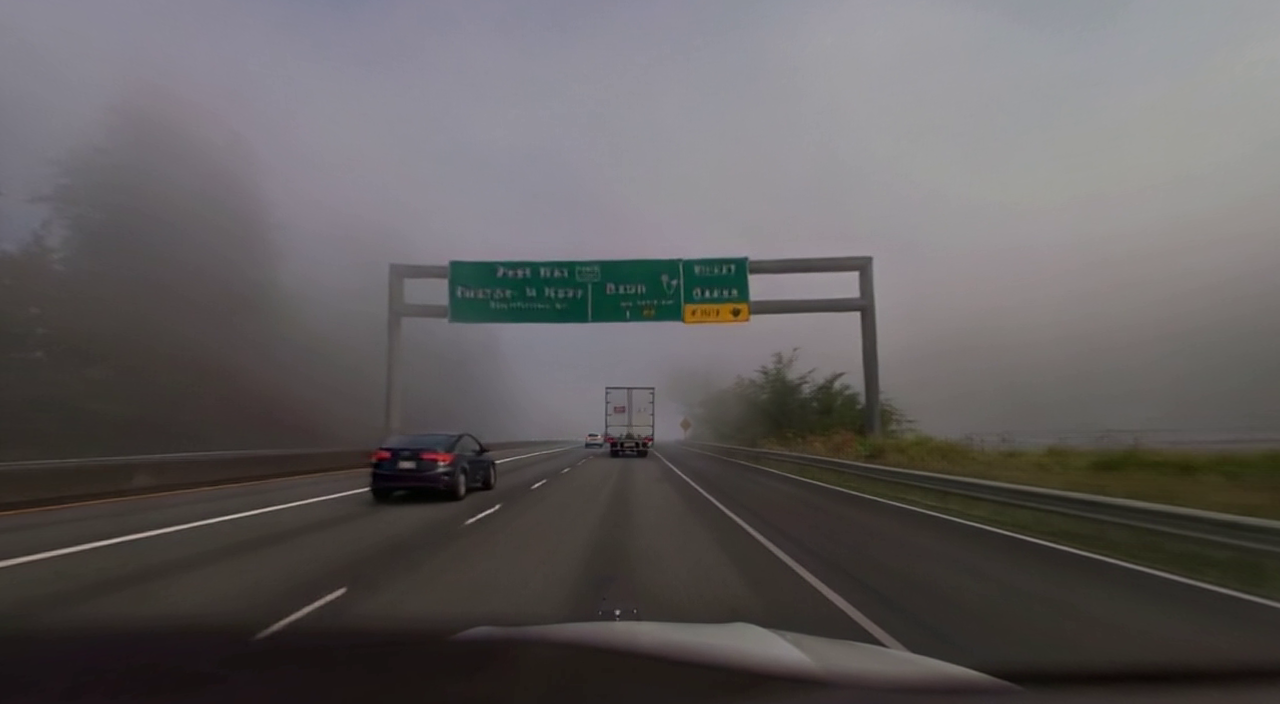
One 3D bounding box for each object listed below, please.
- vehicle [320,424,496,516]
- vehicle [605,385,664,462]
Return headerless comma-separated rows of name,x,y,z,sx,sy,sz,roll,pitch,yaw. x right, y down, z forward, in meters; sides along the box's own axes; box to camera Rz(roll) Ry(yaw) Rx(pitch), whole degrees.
vehicle,-4.242,2.196,12.315,1.931,1.479,4.083,0,-8,-1
vehicle,-0.396,4.022,34.750,2.855,3.741,8.587,0,-8,-2
